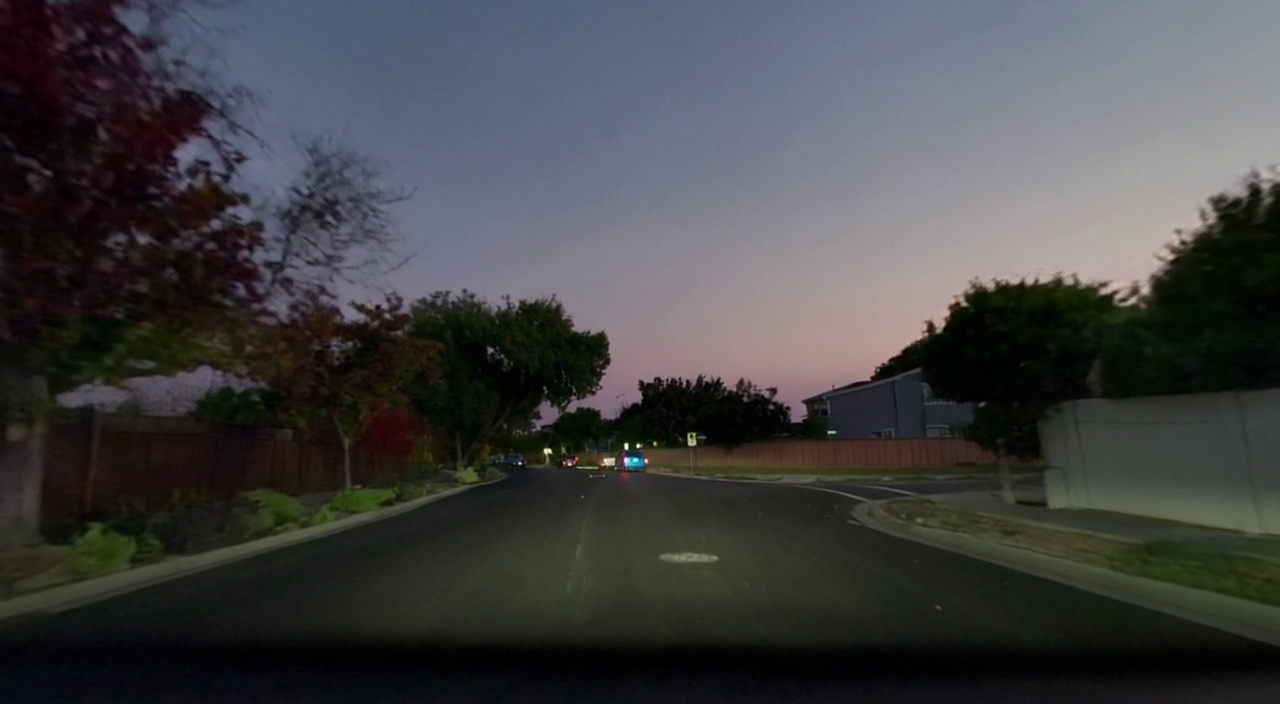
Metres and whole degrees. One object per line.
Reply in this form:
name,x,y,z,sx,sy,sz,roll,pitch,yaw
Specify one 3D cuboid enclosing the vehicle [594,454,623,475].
vehicle,-2.411,8.481,47.879,2.064,1.477,3.968,1,-9,-4
